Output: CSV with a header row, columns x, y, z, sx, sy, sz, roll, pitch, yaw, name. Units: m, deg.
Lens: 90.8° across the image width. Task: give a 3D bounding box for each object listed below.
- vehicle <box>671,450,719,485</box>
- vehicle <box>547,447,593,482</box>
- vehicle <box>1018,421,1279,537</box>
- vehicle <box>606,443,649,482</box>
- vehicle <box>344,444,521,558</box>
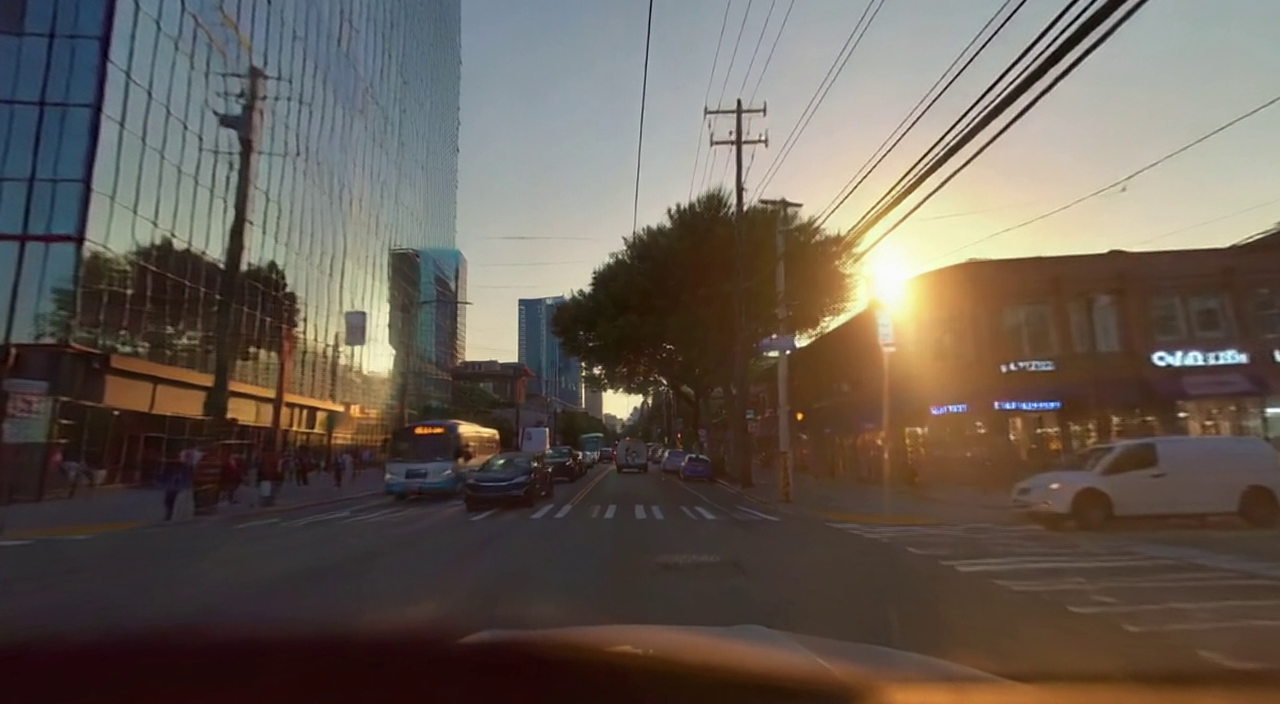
x,y,z,sx,sy,sz,roll,pitch,yaw,name
2.700,5.833,32.182,1.934,1.633,4.271,1,-8,-2,vehicle
-3.691,5.999,34.154,1.983,1.727,4.294,0,-8,0,vehicle
10.137,2.232,11.476,4.966,1.826,2.209,-3,-9,7,vehicle
-0.708,5.795,33.533,2.127,1.893,4.194,1,-8,-2,vehicle
-3.501,2.534,11.599,2.026,1.616,4.109,0,-8,-3,vehicle
